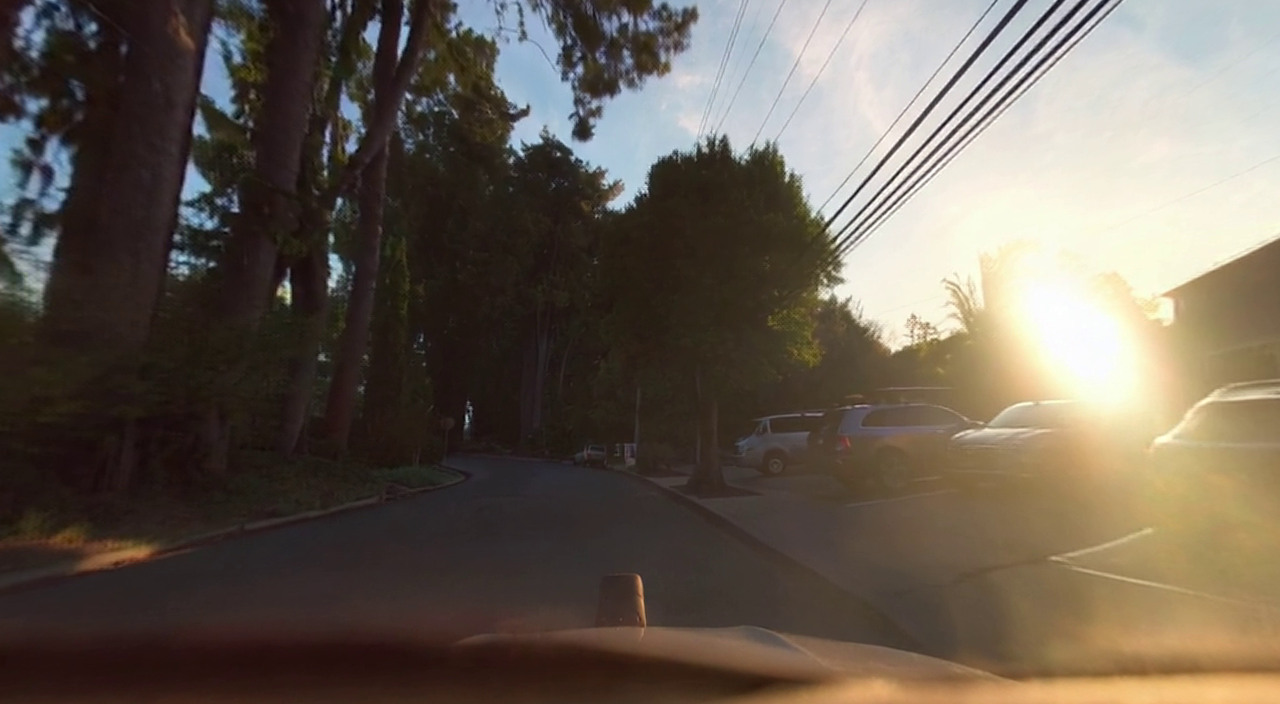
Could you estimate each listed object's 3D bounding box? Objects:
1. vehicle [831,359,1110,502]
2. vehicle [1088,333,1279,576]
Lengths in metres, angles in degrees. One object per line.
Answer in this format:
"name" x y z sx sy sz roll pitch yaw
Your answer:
"vehicle" 6.646 1.596 12.600 5.269 2.289 2.446 5 -10 -32
"vehicle" 6.918 0.902 6.203 4.444 1.902 2.099 2 -6 -26
